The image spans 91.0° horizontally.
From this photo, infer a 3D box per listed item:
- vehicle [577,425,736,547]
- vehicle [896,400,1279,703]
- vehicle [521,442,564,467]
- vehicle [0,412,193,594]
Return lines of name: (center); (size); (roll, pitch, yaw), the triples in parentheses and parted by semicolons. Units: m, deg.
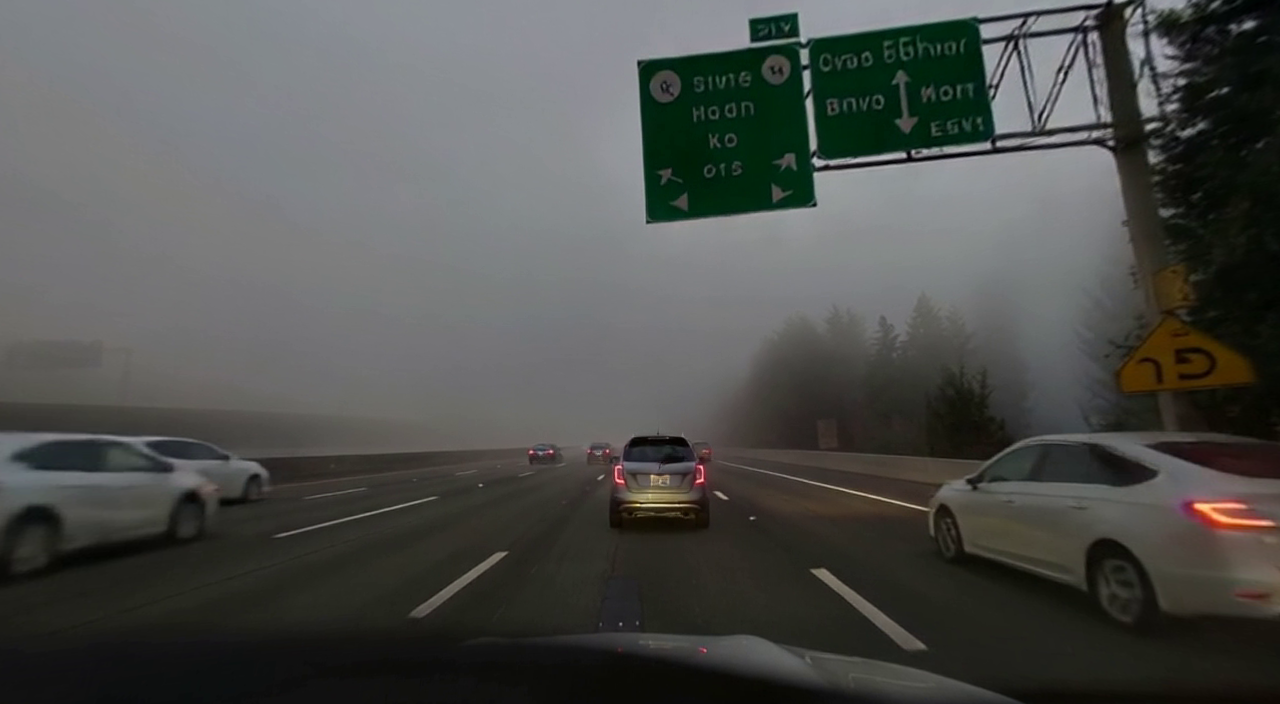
vehicle: (0.222, 2.024, 10.116); (2.044, 1.554, 3.824); (0, -9, 0)
vehicle: (4.055, 1.307, 5.114); (2.002, 1.499, 4.710); (0, -9, 0)
vehicle: (-6.453, 6.877, 42.284); (2.035, 1.558, 4.773); (0, -9, 2)
vehicle: (-6.918, 1.389, 5.802); (2.127, 1.644, 4.631); (0, -9, 1)
